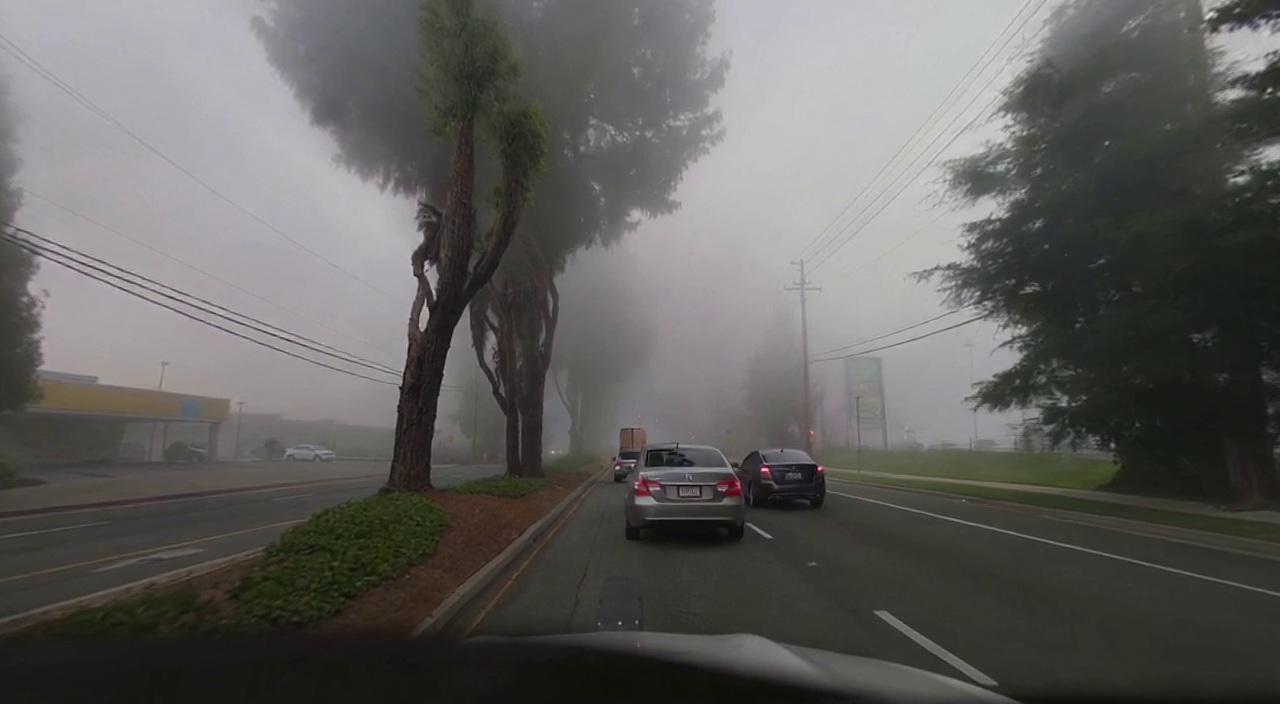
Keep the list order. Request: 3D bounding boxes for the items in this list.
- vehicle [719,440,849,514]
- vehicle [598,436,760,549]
[{"bbox_3d":[3.188,2.844,14.852,1.985,1.489,4.036,0,-8,-2],"label":"vehicle"},{"bbox_3d":[0.453,2.173,10.429,2.144,1.473,4.028,0,-8,-2],"label":"vehicle"}]
